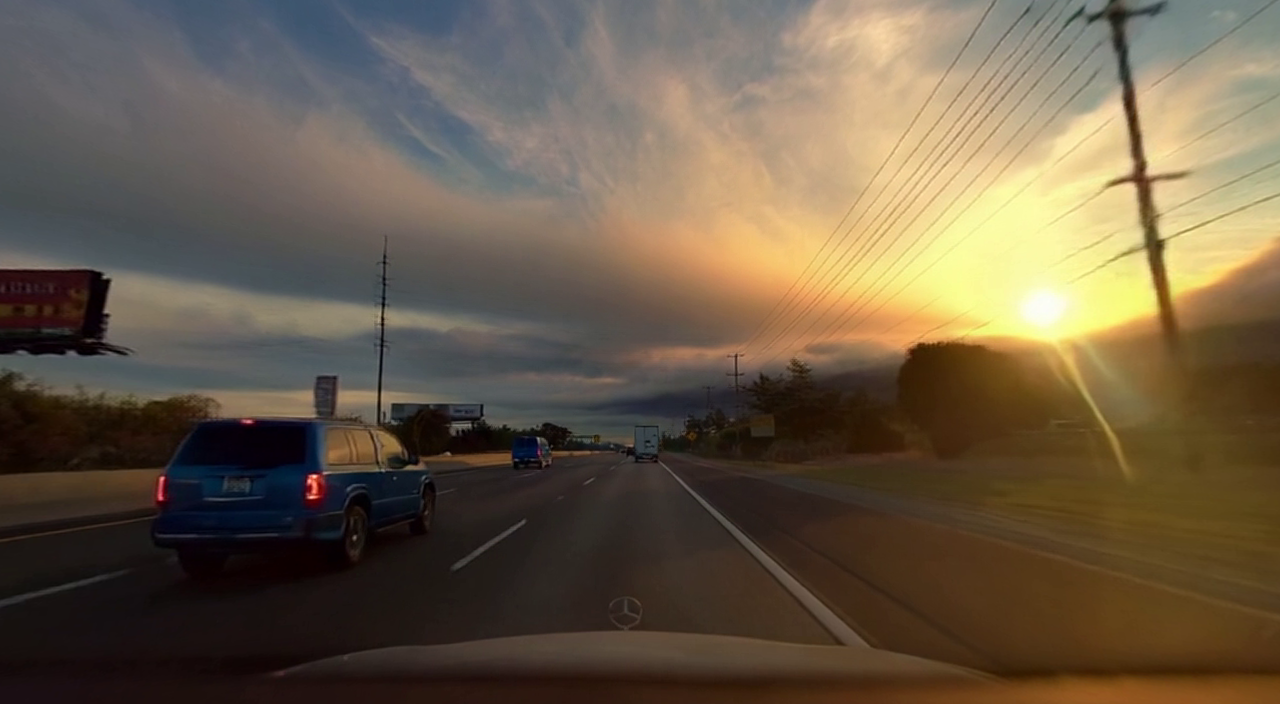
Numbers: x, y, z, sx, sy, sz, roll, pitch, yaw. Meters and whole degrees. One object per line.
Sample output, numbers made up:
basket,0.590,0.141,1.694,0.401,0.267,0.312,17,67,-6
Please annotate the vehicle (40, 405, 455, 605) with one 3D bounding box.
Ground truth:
vehicle,-4.149,1.696,7.929,2.145,1.730,4.729,0,-9,0

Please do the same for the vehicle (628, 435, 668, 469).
vehicle,0.574,7.239,45.623,2.692,2.279,5.695,0,-9,0

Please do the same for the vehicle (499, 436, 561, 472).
vehicle,-6.884,6.511,40.263,2.695,2.084,6.836,0,-9,1
